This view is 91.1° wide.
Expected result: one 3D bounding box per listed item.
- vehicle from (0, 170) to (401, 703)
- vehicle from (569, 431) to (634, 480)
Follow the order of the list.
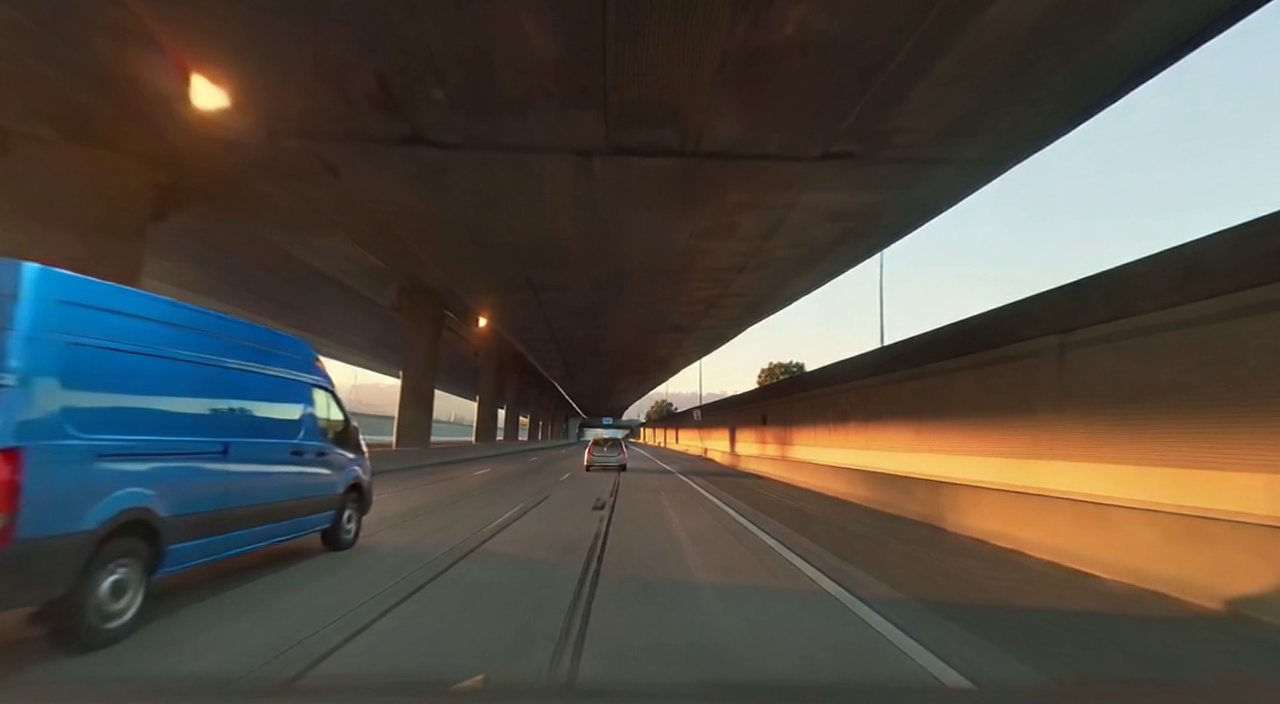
[{"bbox_3d":[-4.155,0.678,4.987,2.404,2.459,5.229,0,-8,0],"label":"vehicle"},{"bbox_3d":[-1.296,3.654,22.522,2.095,1.553,4.069,0,-8,-1],"label":"vehicle"}]
